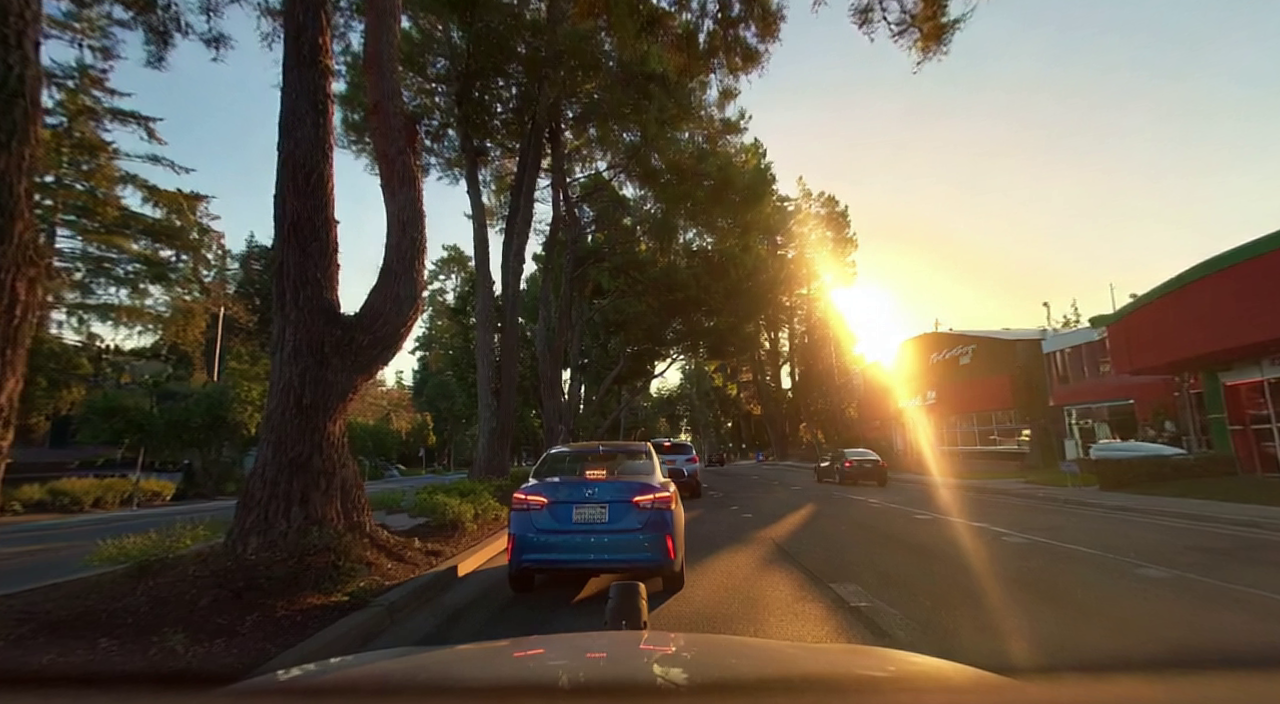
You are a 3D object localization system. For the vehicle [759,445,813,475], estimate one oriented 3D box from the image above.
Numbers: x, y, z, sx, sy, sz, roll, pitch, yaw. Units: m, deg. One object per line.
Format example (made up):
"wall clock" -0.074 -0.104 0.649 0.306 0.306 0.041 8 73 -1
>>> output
"vehicle" 7.952 5.899 34.509 1.887 1.516 4.419 0 -9 0

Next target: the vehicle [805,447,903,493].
"vehicle" 7.021 3.894 21.060 1.909 1.380 3.905 0 -9 0

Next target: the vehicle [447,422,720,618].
"vehicle" -0.444 1.607 6.941 2.111 1.506 4.018 0 -9 0

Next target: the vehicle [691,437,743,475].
"vehicle" 4.200 5.774 34.970 2.260 1.928 5.218 0 -9 0
